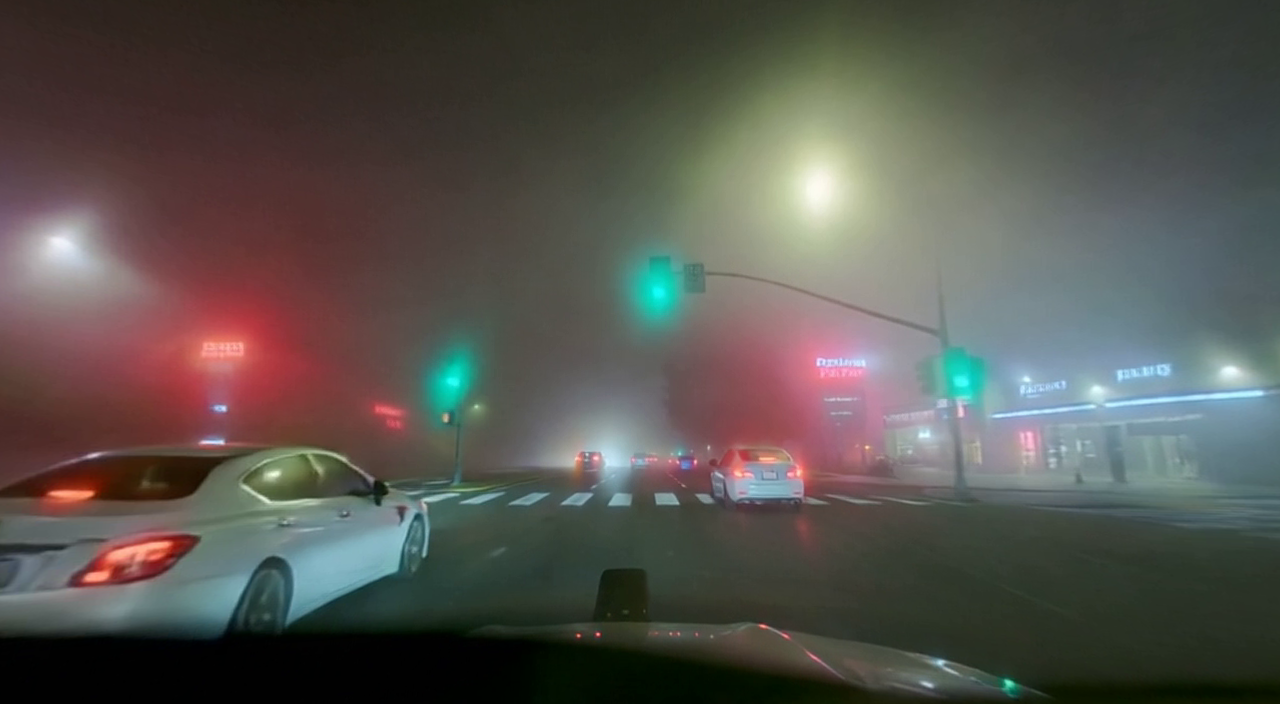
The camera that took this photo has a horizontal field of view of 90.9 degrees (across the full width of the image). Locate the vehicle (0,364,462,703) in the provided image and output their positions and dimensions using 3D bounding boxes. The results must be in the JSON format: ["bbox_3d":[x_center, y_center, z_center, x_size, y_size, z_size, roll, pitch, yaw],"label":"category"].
[{"bbox_3d":[-3.013,1.222,4.411,2.032,1.639,5.037,-1,-8,1],"label":"vehicle"}]

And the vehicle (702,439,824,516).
[{"bbox_3d":[2.697,2.847,14.878,1.946,1.513,4.133,0,-8,-1],"label":"vehicle"}]

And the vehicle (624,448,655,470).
[{"bbox_3d":[-0.078,7.614,45.096,2.070,1.460,4.118,0,-8,-1],"label":"vehicle"}]

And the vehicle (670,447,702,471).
[{"bbox_3d":[3.265,7.650,45.190,1.931,1.552,4.125,0,-8,0],"label":"vehicle"}]

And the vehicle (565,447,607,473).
[{"bbox_3d":[-3.192,6.496,38.142,2.040,1.471,4.211,-1,-8,2],"label":"vehicle"}]
